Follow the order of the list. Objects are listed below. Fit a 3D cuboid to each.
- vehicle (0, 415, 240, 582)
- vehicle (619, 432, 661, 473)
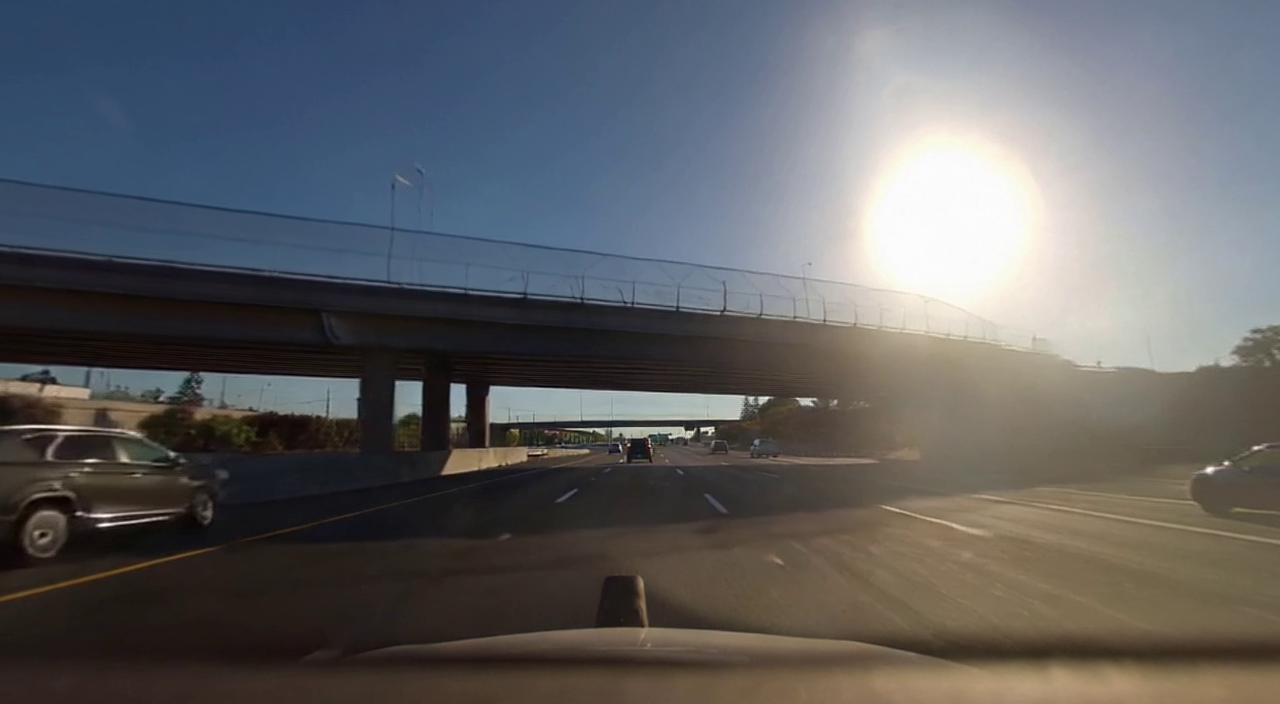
[{"bbox_3d":[-6.928,1.548,7.128,1.967,1.538,4.295,0,-8,0],"label":"vehicle"},{"bbox_3d":[0.038,4.921,31.016,1.893,1.827,4.513,0,-8,1],"label":"vehicle"}]
